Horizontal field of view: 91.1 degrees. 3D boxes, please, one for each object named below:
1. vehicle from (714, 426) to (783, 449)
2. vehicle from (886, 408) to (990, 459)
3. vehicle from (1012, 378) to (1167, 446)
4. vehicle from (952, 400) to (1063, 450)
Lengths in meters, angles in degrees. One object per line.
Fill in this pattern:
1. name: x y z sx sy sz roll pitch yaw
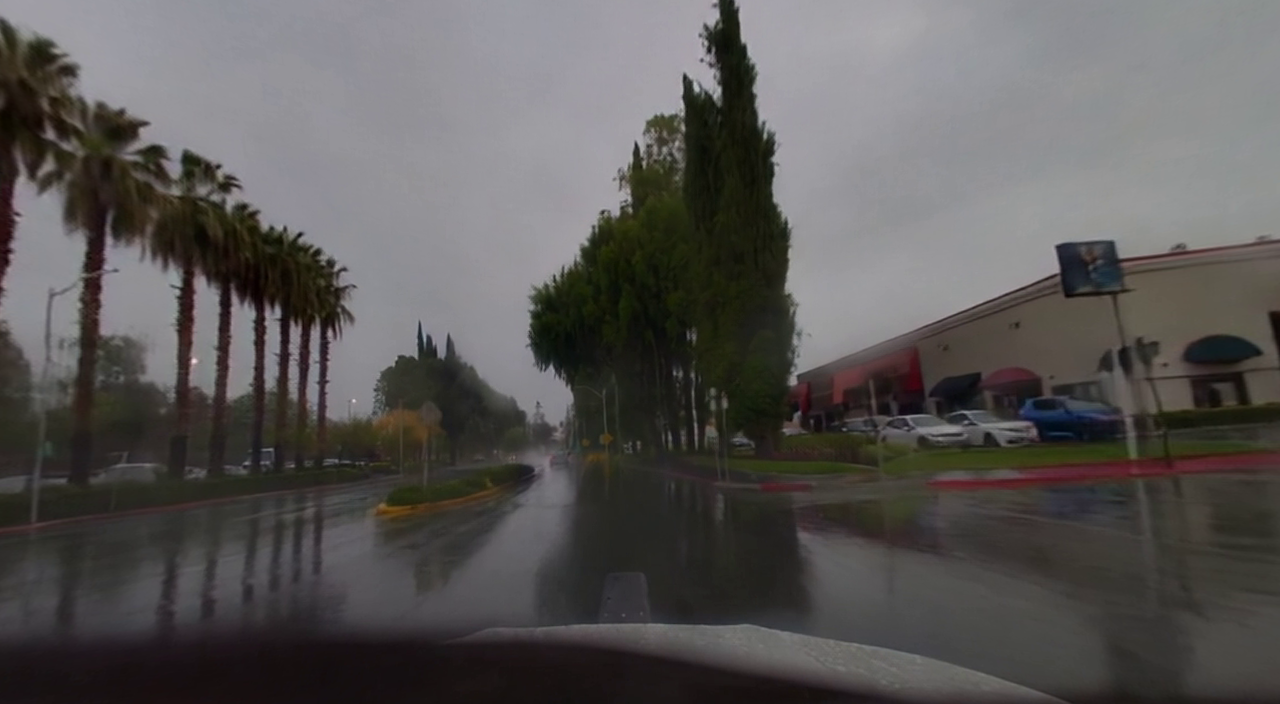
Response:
1. vehicle: 8.090 6.433 46.980 4.671 1.630 2.200 0 -9 -4
2. vehicle: 11.227 3.185 24.102 2.196 1.715 4.918 -2 -9 9
3. vehicle: 16.650 2.388 23.730 2.237 1.962 5.424 -9 -9 8
4. vehicle: 13.812 2.875 23.970 2.065 1.687 4.584 -2 -9 10
